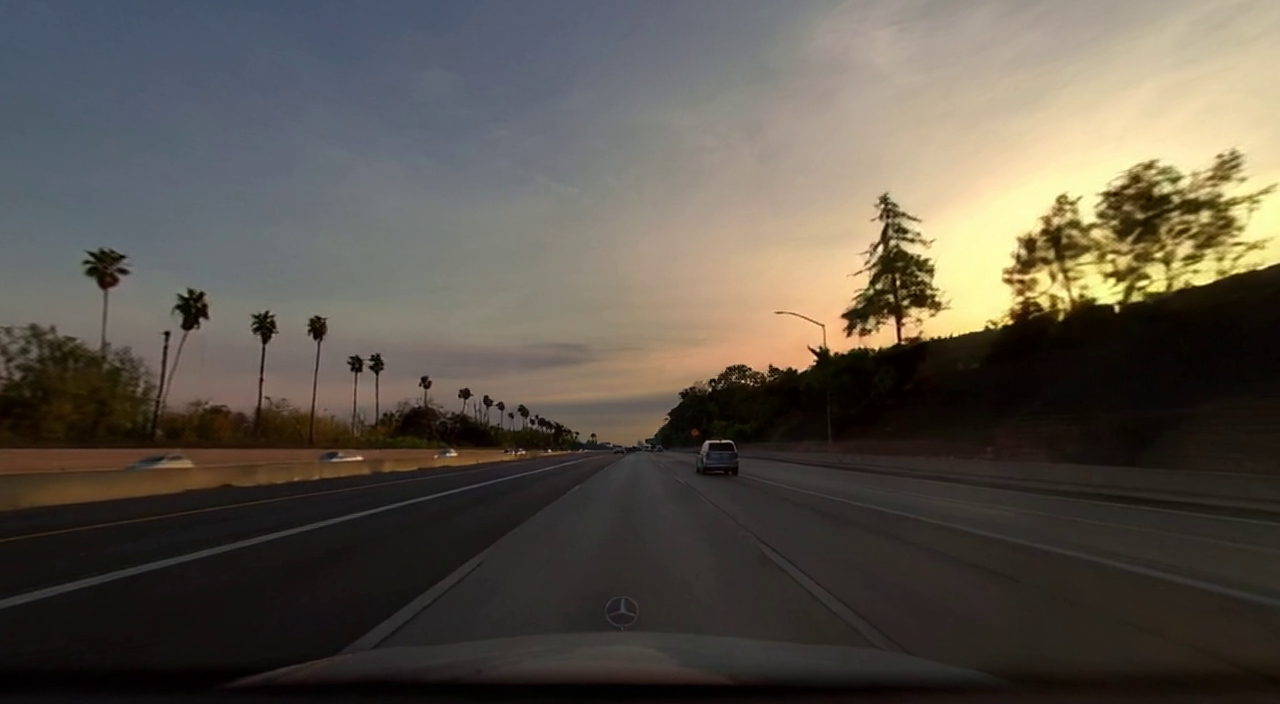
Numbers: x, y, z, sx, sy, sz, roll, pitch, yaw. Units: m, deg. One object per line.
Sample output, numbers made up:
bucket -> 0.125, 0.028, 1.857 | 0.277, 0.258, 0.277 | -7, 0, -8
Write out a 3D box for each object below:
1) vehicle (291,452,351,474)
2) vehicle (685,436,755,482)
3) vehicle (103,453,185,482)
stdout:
vehicle -> -23.381, 8.143, 46.478 | 1.899, 1.498, 4.767 | 0, -9, 1
vehicle -> 3.091, 4.279, 25.459 | 2.130, 1.677, 4.317 | 0, -9, -2
vehicle -> -34.403, 7.974, 44.005 | 1.954, 1.838, 4.641 | 0, -9, 0
